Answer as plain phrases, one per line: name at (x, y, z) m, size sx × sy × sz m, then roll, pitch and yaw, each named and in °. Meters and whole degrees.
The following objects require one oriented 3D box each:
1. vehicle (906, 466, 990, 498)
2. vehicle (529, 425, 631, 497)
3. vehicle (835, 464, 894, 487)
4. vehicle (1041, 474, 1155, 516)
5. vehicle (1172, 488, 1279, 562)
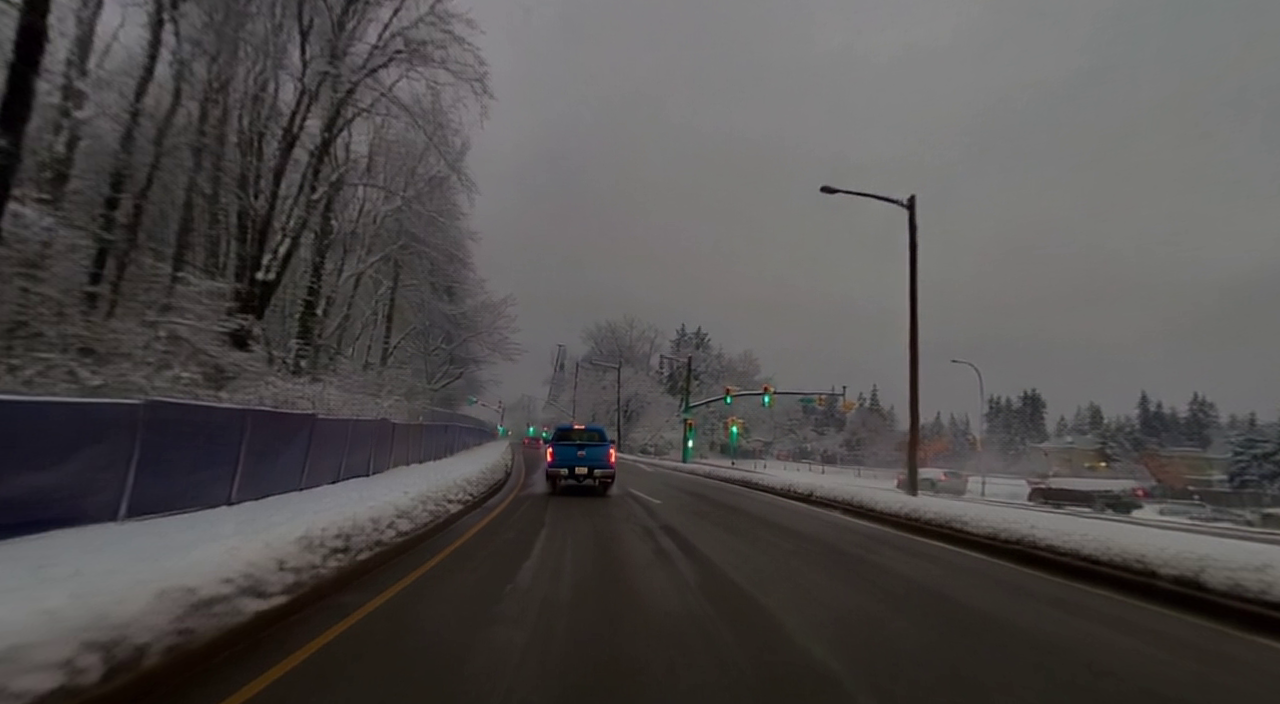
vehicle at (17.539, 7.411, 36.185) m, size 1.884 × 1.622 × 4.485 m, roll 3°, pitch -10°, yaw -13°
vehicle at (-1.672, 2.983, 17.816) m, size 2.436 × 1.698 × 5.322 m, roll 1°, pitch -8°, yaw -5°
vehicle at (15.874, 8.778, 44.870) m, size 1.808 × 1.467 × 4.360 m, roll 3°, pitch -10°, yaw -14°
vehicle at (22.500, 7.008, 31.230) m, size 1.841 × 1.673 × 4.470 m, roll 1°, pitch -8°, yaw -8°
vehicle at (14.921, 3.952, 14.257) m, size 1.862 × 1.387 × 4.168 m, roll 1°, pitch -8°, yaw -7°
